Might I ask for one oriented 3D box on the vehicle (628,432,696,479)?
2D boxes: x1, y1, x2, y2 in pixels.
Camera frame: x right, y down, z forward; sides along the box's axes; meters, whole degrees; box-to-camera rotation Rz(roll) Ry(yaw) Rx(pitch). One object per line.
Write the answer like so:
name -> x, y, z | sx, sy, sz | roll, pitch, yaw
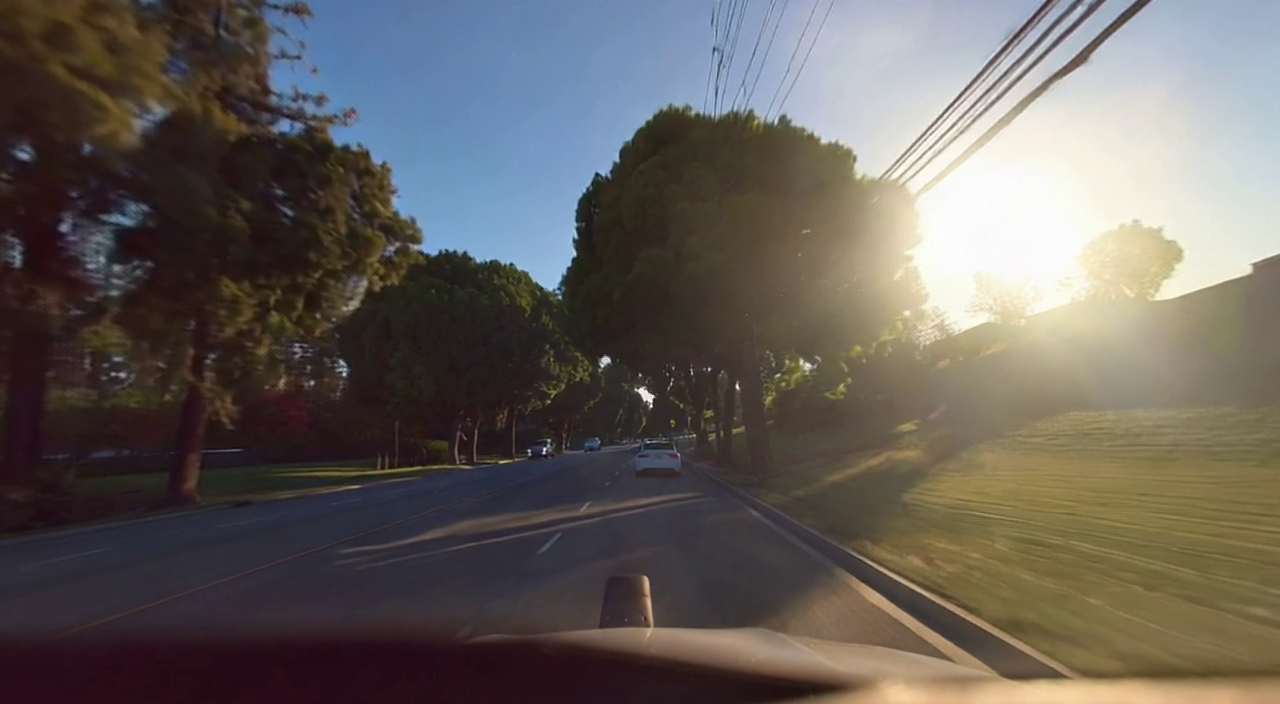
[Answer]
vehicle -> 0.713, 3.613, 22.286 | 2.153, 1.461, 4.374 | -1, -8, 0
